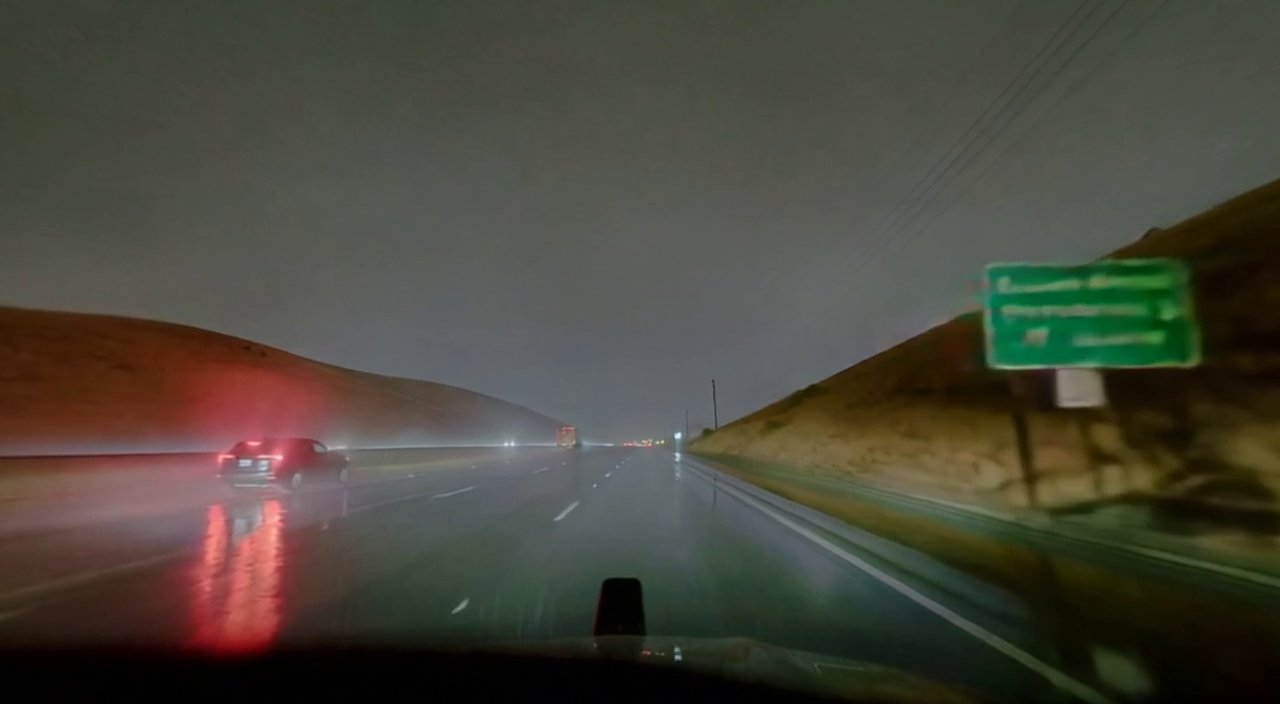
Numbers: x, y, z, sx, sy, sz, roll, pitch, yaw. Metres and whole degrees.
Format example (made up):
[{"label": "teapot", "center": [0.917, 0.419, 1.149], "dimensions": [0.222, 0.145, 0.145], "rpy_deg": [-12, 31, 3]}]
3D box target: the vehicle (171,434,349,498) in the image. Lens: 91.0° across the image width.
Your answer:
[{"label": "vehicle", "center": [-10.553, 3.182, 18.045], "dimensions": [1.971, 1.558, 4.847], "rpy_deg": [0, -9, 1]}]
